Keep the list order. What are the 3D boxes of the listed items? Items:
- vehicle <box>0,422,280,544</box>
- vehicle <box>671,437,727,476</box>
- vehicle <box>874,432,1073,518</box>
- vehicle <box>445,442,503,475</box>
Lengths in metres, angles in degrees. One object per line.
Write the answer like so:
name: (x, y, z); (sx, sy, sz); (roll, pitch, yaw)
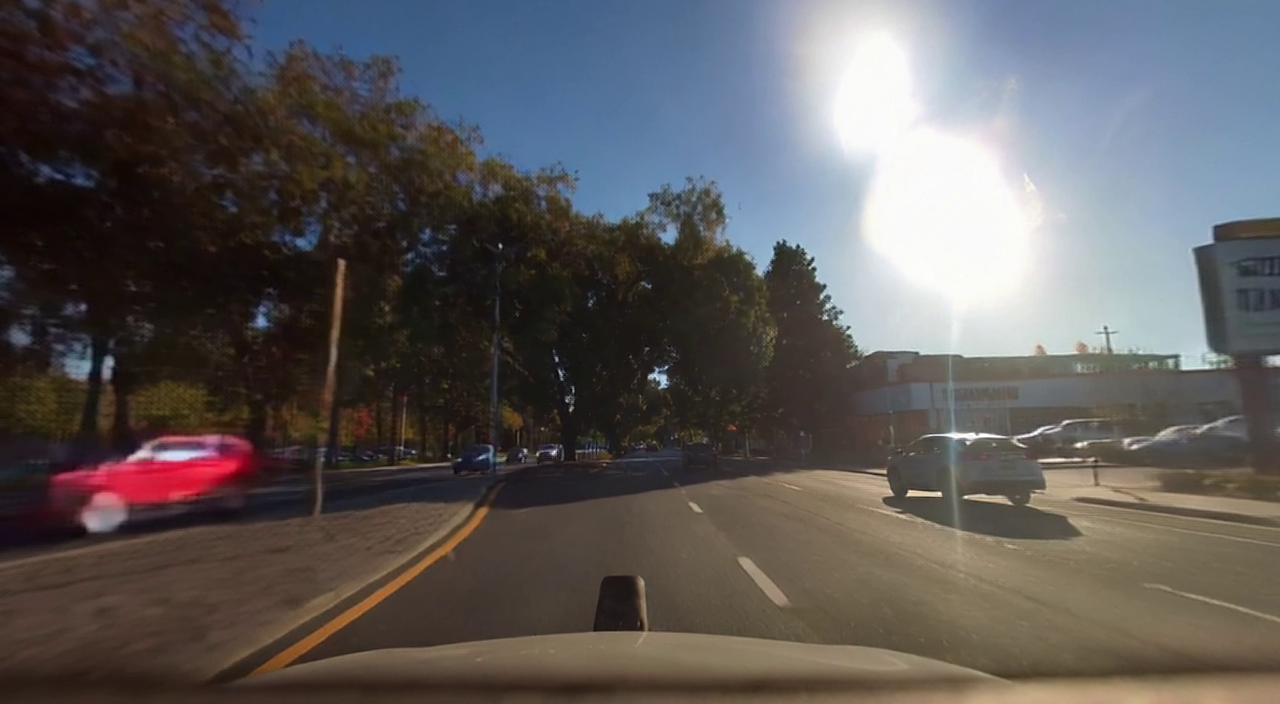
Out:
vehicle: (-9.338, 2.351, 12.035); (2.118, 1.838, 4.737); (0, -9, -1)
vehicle: (2.695, 4.871, 29.583); (2.161, 1.676, 4.151); (1, -9, -1)
vehicle: (6.792, 2.538, 13.463); (1.886, 1.528, 4.169); (1, -9, -1)
vehicle: (-9.178, 5.900, 35.234); (2.024, 1.699, 4.363); (0, -9, 0)
